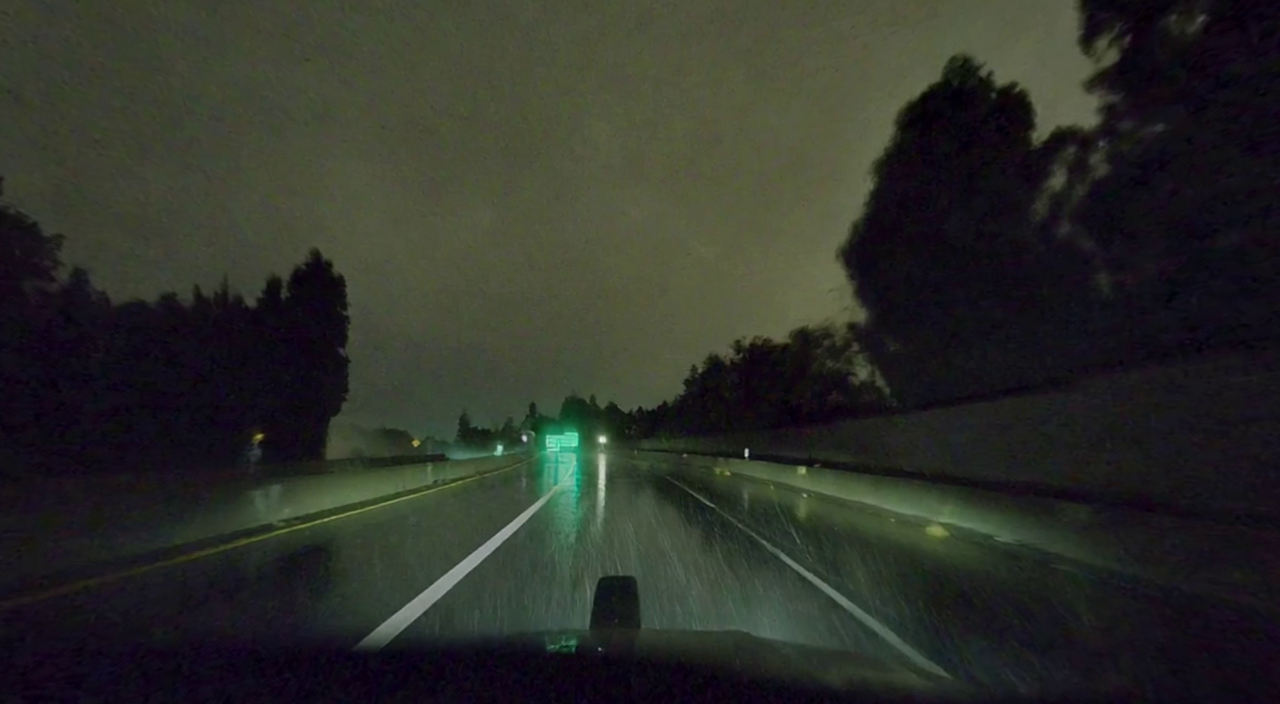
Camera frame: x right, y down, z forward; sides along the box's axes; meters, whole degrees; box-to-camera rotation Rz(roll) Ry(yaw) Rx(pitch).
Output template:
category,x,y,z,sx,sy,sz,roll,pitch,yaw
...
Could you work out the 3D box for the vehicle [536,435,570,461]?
category,x,y,z,sx,sy,sz,roll,pitch,yaw
vehicle,-6.675,7.482,48.993,2.410,1.873,4.784,0,-8,-5
